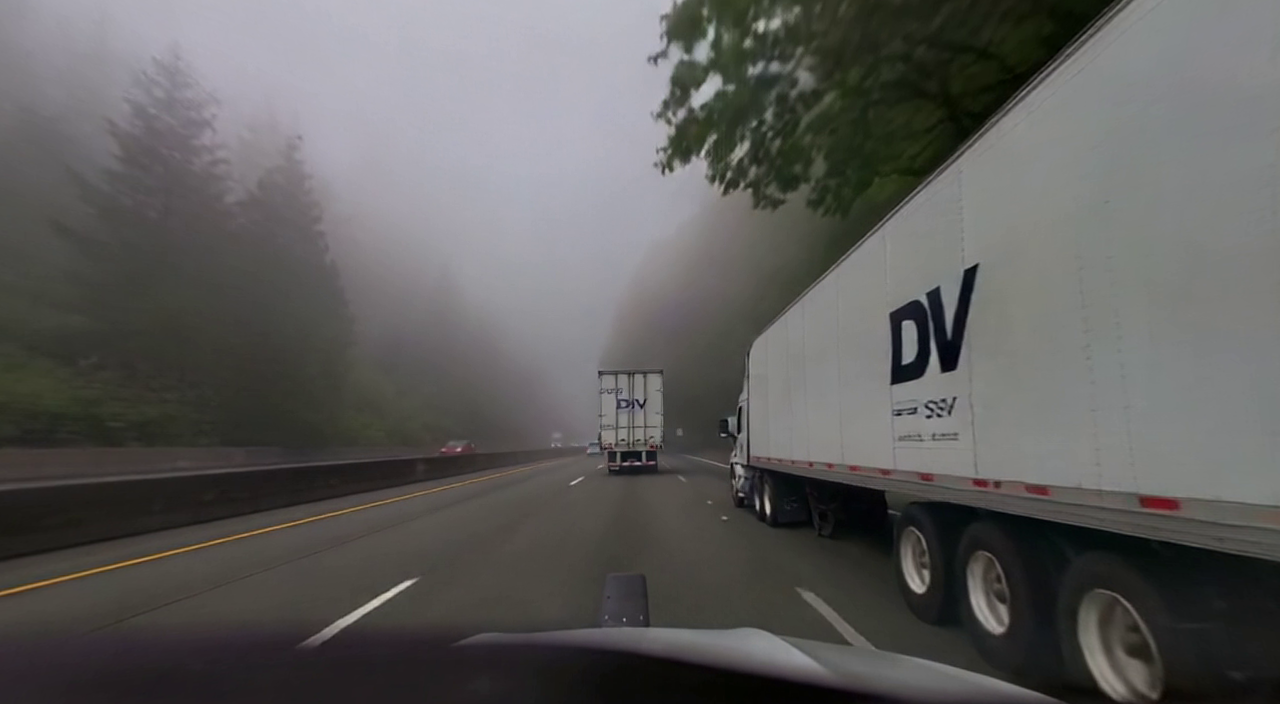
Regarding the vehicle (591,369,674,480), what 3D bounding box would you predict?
[{"bbox_3d":[-0.396,3.313,27.762,2.969,3.957,10.270,0,-8,-1],"label":"vehicle"}]
